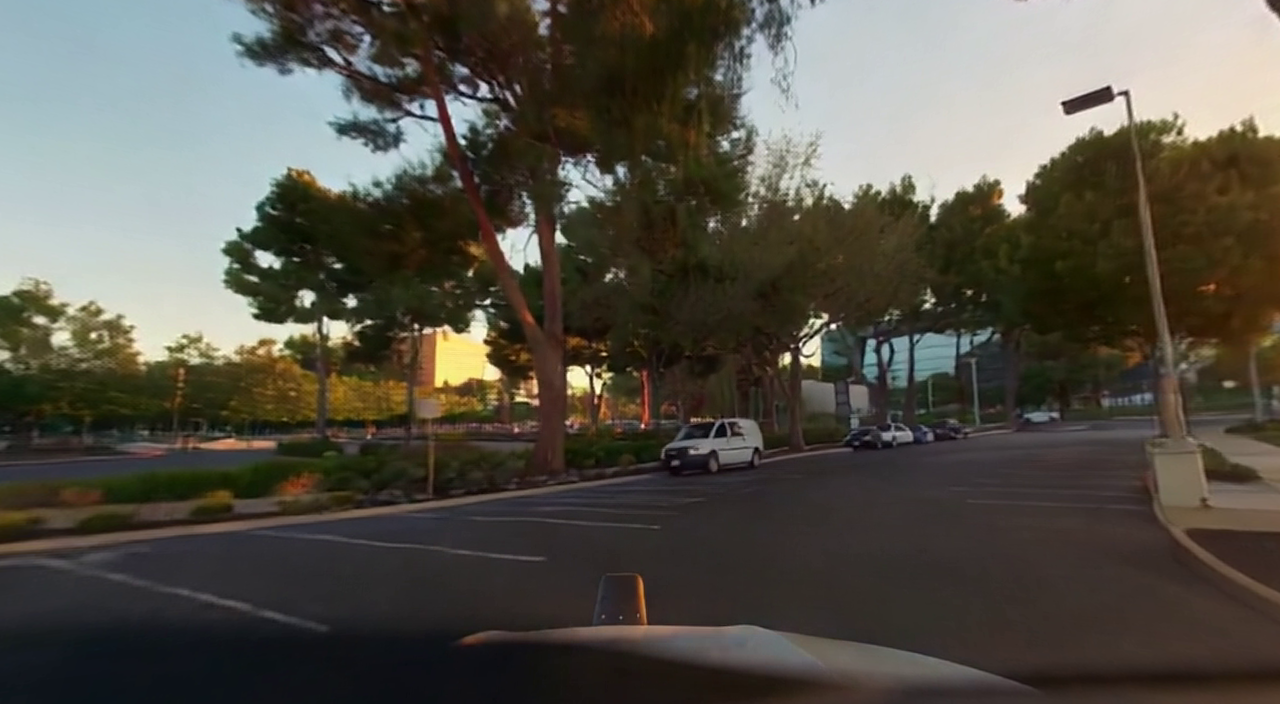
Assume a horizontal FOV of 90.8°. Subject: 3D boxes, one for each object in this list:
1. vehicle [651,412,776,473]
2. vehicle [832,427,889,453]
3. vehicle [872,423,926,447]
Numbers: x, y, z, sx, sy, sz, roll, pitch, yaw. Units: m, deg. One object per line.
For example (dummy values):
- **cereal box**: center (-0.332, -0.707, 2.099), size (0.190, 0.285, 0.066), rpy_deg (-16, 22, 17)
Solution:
- **vehicle**: center (3.110, 3.617, 25.711), size (2.433, 2.193, 5.547), rpy_deg (-6, -9, 39)
- **vehicle**: center (13.386, 5.299, 38.259), size (1.938, 1.191, 3.630), rpy_deg (-14, -13, 38)
- **vehicle**: center (17.635, 5.611, 42.925), size (2.038, 1.525, 4.383), rpy_deg (-6, -9, 40)
